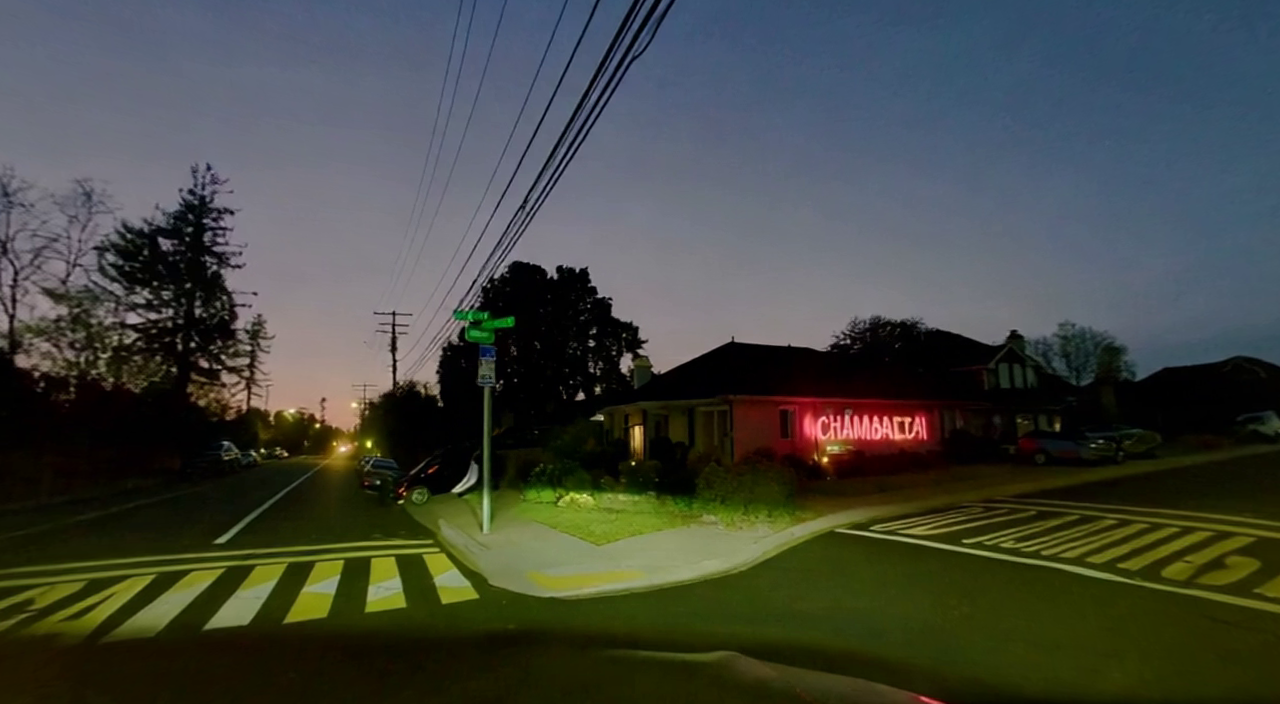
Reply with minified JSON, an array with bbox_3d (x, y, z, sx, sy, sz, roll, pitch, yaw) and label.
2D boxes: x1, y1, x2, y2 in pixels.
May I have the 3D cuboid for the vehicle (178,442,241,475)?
[{"bbox_3d":[-25.553,6.286,37.672,2.203,1.787,4.704,3,-9,-24],"label":"vehicle"}]
